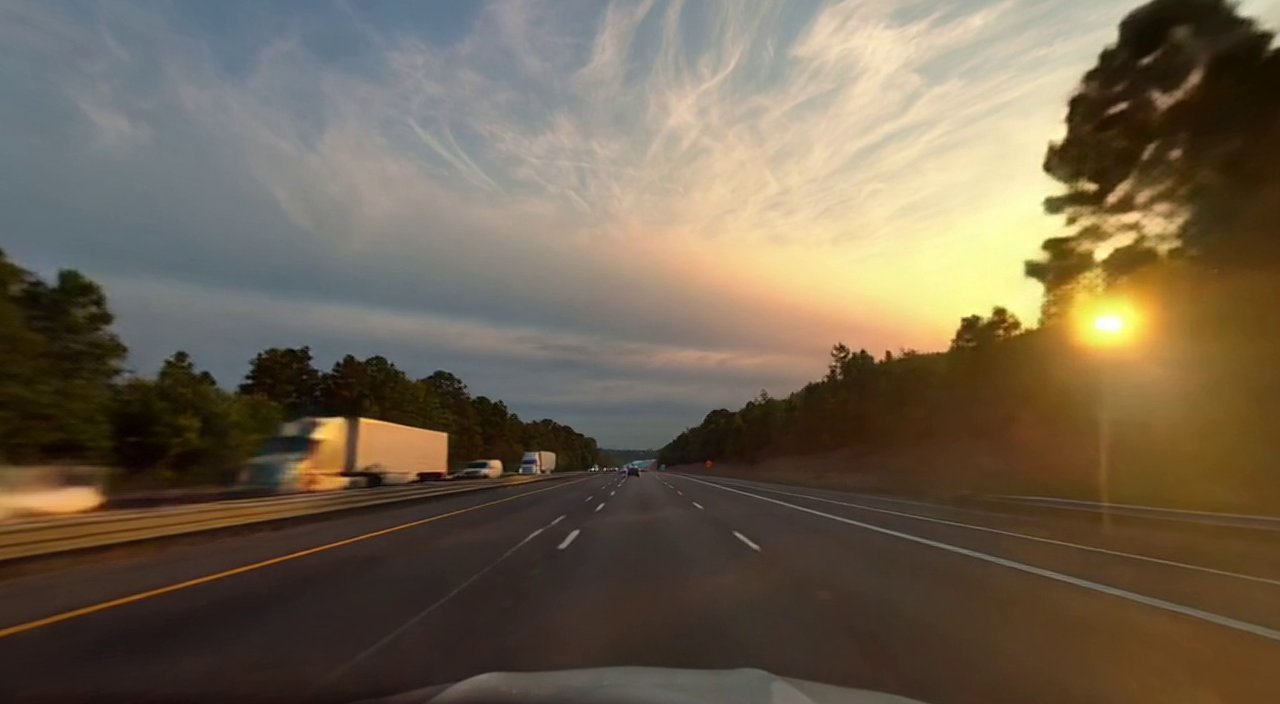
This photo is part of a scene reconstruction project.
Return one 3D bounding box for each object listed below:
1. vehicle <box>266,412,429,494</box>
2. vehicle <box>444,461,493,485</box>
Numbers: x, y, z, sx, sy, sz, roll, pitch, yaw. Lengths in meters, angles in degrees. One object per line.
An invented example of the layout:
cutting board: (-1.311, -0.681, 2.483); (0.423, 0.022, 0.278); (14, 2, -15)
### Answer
vehicle: (-16.689, 6.230, 37.958); (2.926, 3.957, 14.303); (1, -11, 0)
vehicle: (-12.077, 8.569, 44.762); (2.189, 1.563, 4.504); (0, -10, 0)
